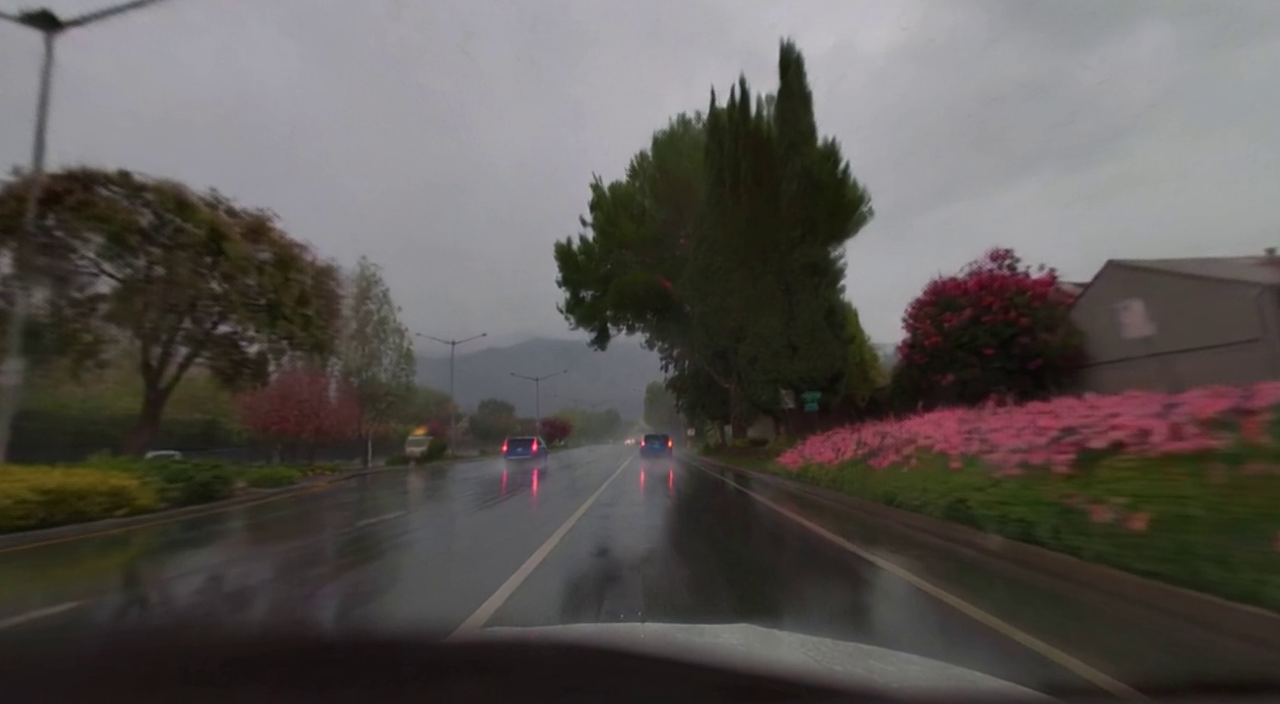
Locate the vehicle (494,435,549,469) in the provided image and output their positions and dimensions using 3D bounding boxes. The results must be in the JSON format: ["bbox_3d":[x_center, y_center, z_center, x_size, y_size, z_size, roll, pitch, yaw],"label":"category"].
[{"bbox_3d":[-6.222,5.284,33.714,1.993,1.657,4.487,-1,-8,2],"label":"vehicle"}]

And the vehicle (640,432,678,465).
[{"bbox_3d":[1.066,5.633,37.058,2.070,1.764,4.552,0,-8,1],"label":"vehicle"}]
